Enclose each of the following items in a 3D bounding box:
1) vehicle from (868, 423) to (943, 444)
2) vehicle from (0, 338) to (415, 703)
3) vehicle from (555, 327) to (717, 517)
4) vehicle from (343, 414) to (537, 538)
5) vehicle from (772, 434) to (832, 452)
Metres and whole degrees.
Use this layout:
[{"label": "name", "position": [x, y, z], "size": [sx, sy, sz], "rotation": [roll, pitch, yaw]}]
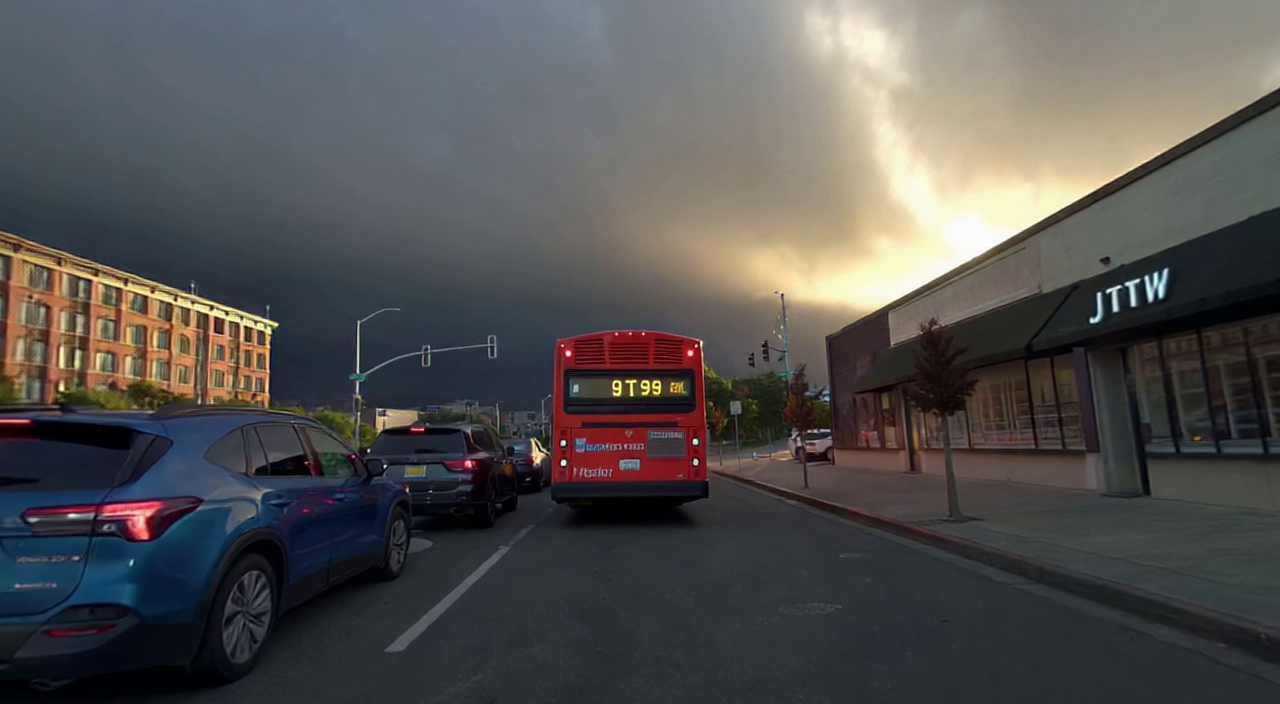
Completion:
[{"label": "vehicle", "position": [19.787, 6.108, 47.203], "size": [4.827, 1.555, 1.863], "rotation": [1, -9, -6]}, {"label": "vehicle", "position": [-3.224, 1.089, 3.950], "size": [2.020, 1.725, 4.384], "rotation": [0, -8, 0]}, {"label": "vehicle", "position": [-0.316, 1.993, 16.577], "size": [2.938, 3.468, 9.972], "rotation": [0, -9, -3]}, {"label": "vehicle", "position": [-3.353, 2.201, 11.800], "size": [2.096, 1.828, 4.669], "rotation": [0, -8, 0]}, {"label": "vehicle", "position": [11.914, 6.737, 46.657], "size": [3.949, 1.337, 1.738], "rotation": [0, -9, -3]}]
